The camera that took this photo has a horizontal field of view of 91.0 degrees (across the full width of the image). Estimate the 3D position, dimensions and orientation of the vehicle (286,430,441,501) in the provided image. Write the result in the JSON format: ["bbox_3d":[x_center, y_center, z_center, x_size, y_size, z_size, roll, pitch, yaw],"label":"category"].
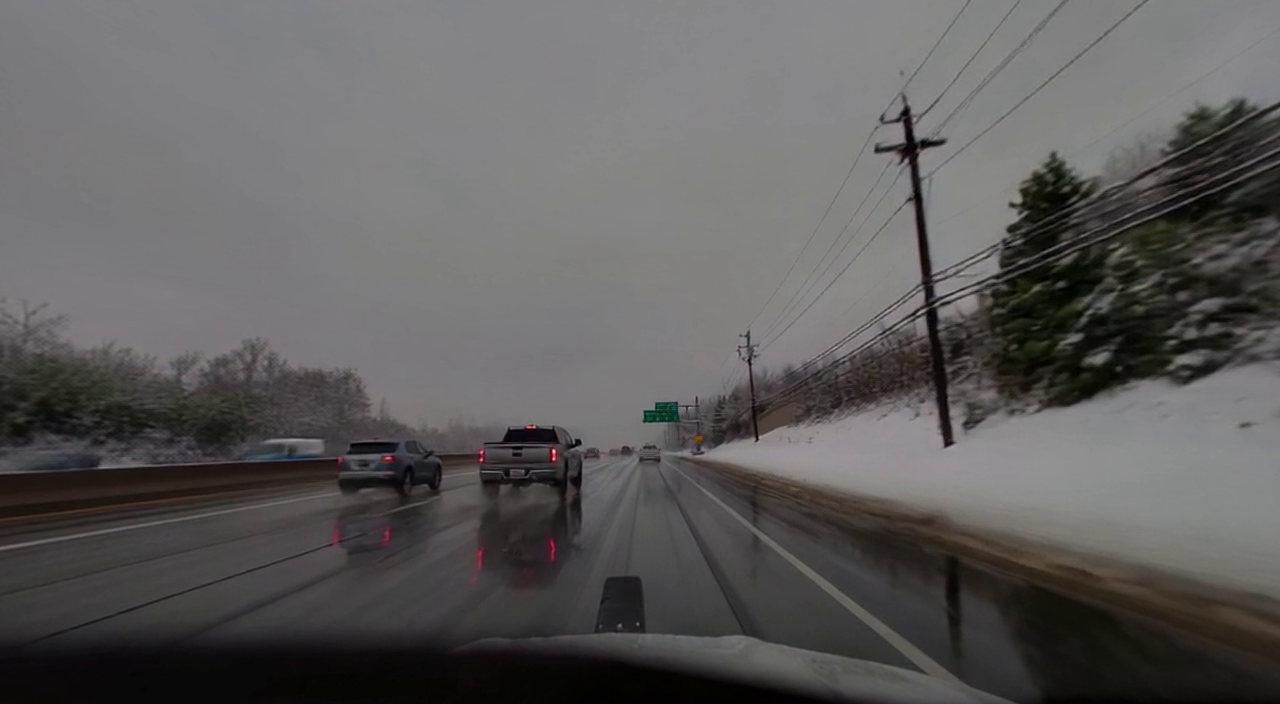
[{"bbox_3d":[-7.491,3.116,17.740,2.143,1.688,4.776,0,-9,1],"label":"vehicle"}]

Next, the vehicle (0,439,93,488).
[{"bbox_3d":[-20.451,3.624,20.590,1.656,1.485,3.729,0,-9,1],"label":"vehicle"}]

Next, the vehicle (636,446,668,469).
[{"bbox_3d":[0.789,7.131,42.711,2.025,1.485,4.310,0,-9,-1],"label":"vehicle"}]

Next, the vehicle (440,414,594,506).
[{"bbox_3d":[-3.030,2.928,17.510,2.972,2.087,6.126,0,-9,1],"label":"vehicle"}]

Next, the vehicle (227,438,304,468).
[{"bbox_3d":[-23.995,6.487,40.597,2.054,1.753,4.574,0,-9,1],"label":"vehicle"}]
